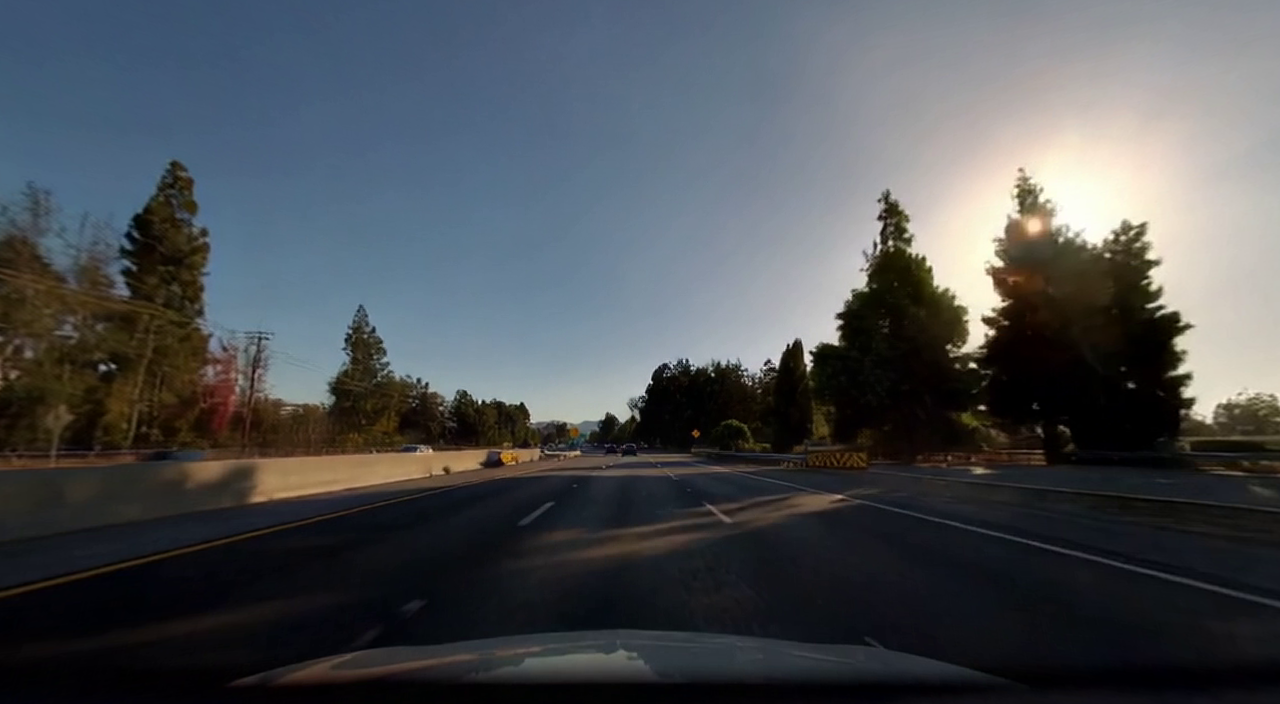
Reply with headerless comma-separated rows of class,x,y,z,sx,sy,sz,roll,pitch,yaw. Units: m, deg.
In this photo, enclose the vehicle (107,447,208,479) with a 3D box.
vehicle,-24.945,5.734,32.847,1.843,1.518,4.264,0,-9,0
